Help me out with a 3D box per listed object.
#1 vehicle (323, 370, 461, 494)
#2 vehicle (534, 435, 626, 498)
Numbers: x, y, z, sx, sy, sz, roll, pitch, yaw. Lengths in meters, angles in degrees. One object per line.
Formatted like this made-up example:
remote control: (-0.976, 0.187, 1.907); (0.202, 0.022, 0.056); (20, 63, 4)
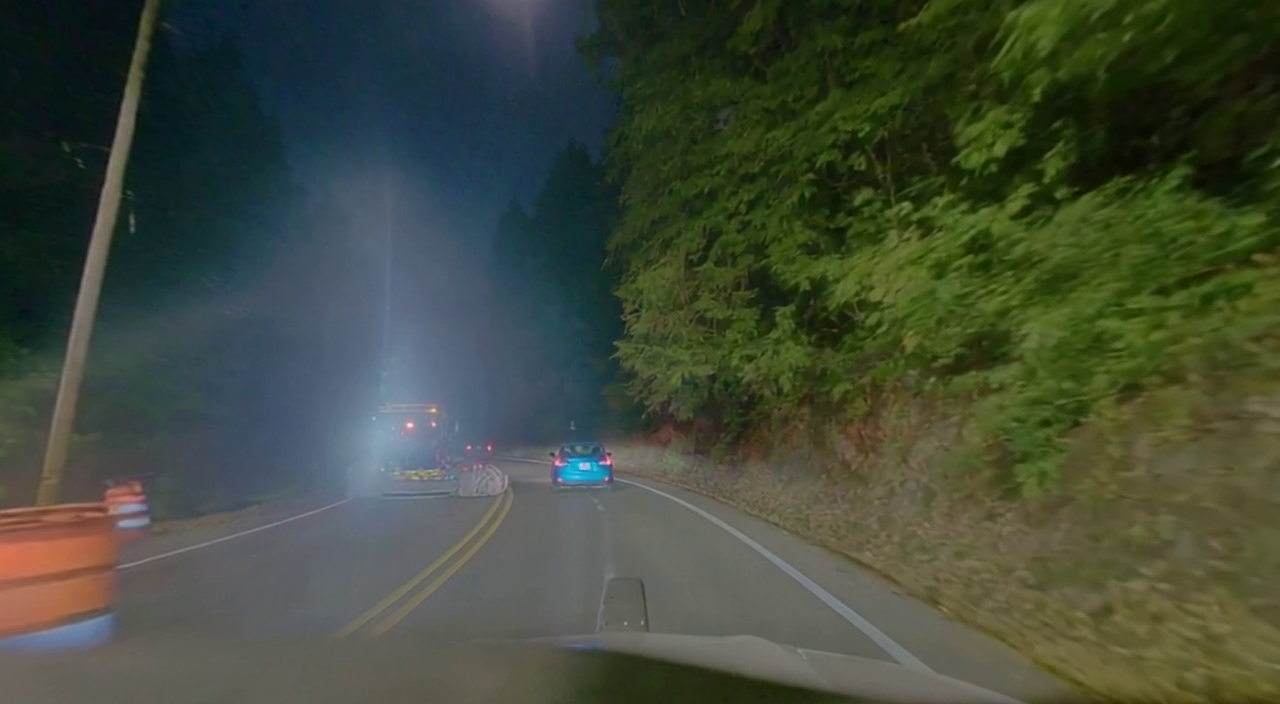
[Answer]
vehicle: (-7.117, 2.424, 18.827); (2.364, 3.191, 4.942); (1, -8, -5)
vehicle: (-1.782, 3.087, 17.482); (2.259, 1.503, 4.075); (1, -8, -9)
